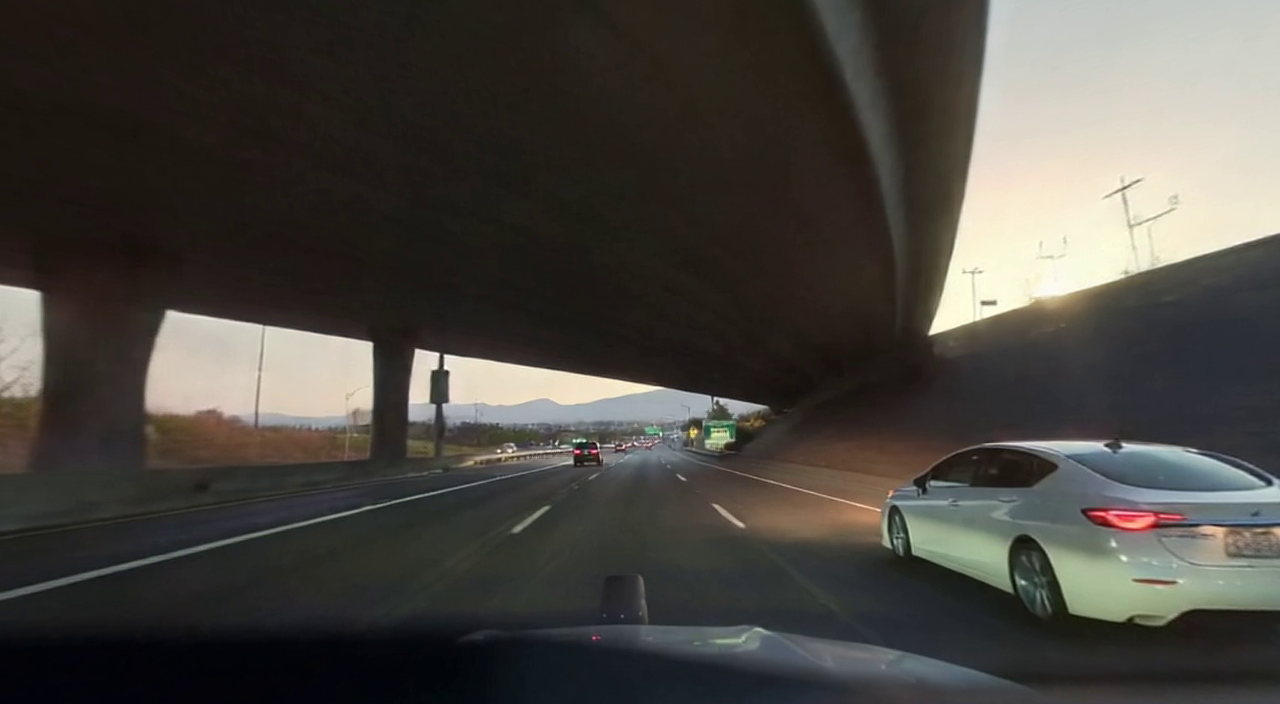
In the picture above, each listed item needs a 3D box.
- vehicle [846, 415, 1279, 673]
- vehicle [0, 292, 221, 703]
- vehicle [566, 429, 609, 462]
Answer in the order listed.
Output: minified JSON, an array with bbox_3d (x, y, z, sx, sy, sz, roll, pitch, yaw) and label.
[{"bbox_3d":[3.905,1.528,6.288,2.047,1.532,4.884,0,-9,0],"label":"vehicle"},{"bbox_3d":[-3.598,0.453,0.739,2.285,1.853,5.564,0,-9,1],"label":"vehicle"},{"bbox_3d":[-3.798,6.926,46.623,2.496,2.203,6.317,0,-9,1],"label":"vehicle"}]
